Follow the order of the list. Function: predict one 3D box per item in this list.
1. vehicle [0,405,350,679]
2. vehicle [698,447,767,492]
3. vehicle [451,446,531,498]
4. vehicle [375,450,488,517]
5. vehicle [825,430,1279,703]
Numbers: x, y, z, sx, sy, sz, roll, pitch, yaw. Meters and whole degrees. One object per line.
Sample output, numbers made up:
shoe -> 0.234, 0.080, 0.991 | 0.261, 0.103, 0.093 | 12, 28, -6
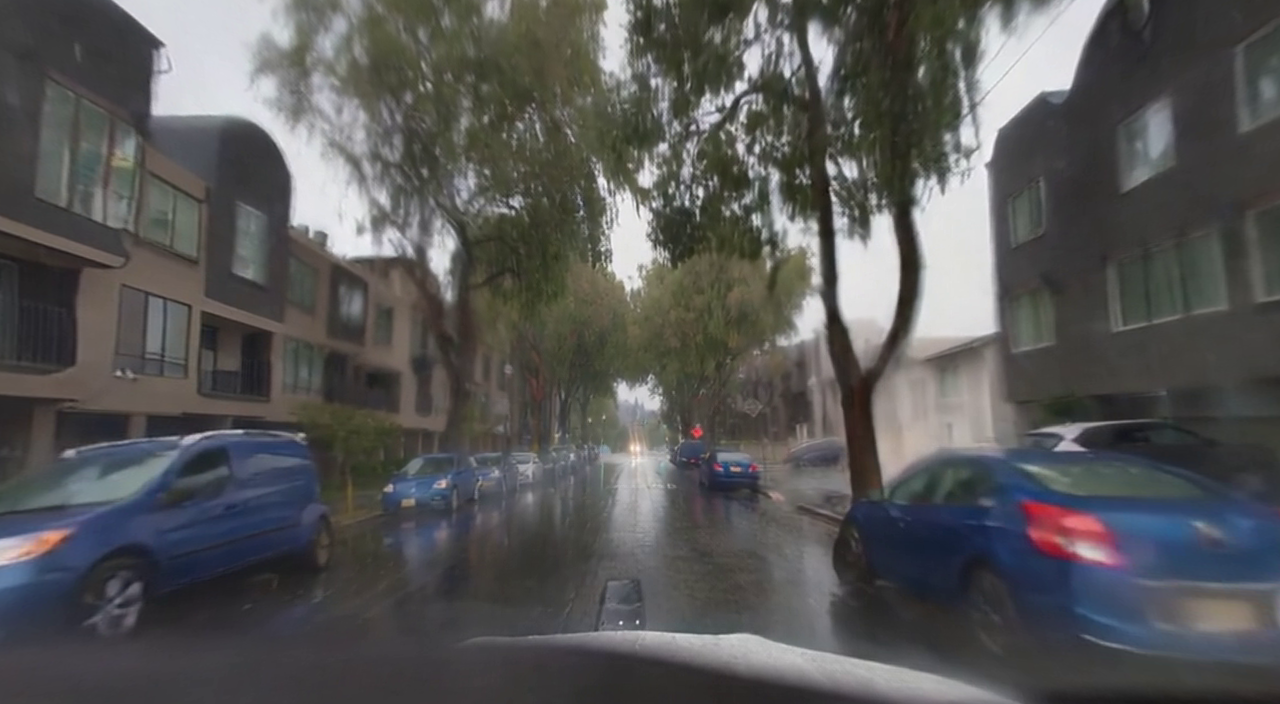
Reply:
vehicle -> -5.318, 1.671, 7.157 | 1.947, 1.833, 4.606 | -2, -2, 0
vehicle -> 3.302, 4.266, 23.385 | 1.835, 1.490, 4.134 | 0, -8, -1
vehicle -> -4.970, 4.026, 21.614 | 1.782, 1.585, 3.962 | 0, -8, 0
vehicle -> -5.273, 3.338, 16.459 | 1.722, 1.491, 3.431 | 0, -8, 1
vehicle -> 3.111, 1.477, 5.379 | 1.903, 1.512, 3.900 | 0, -8, 1
